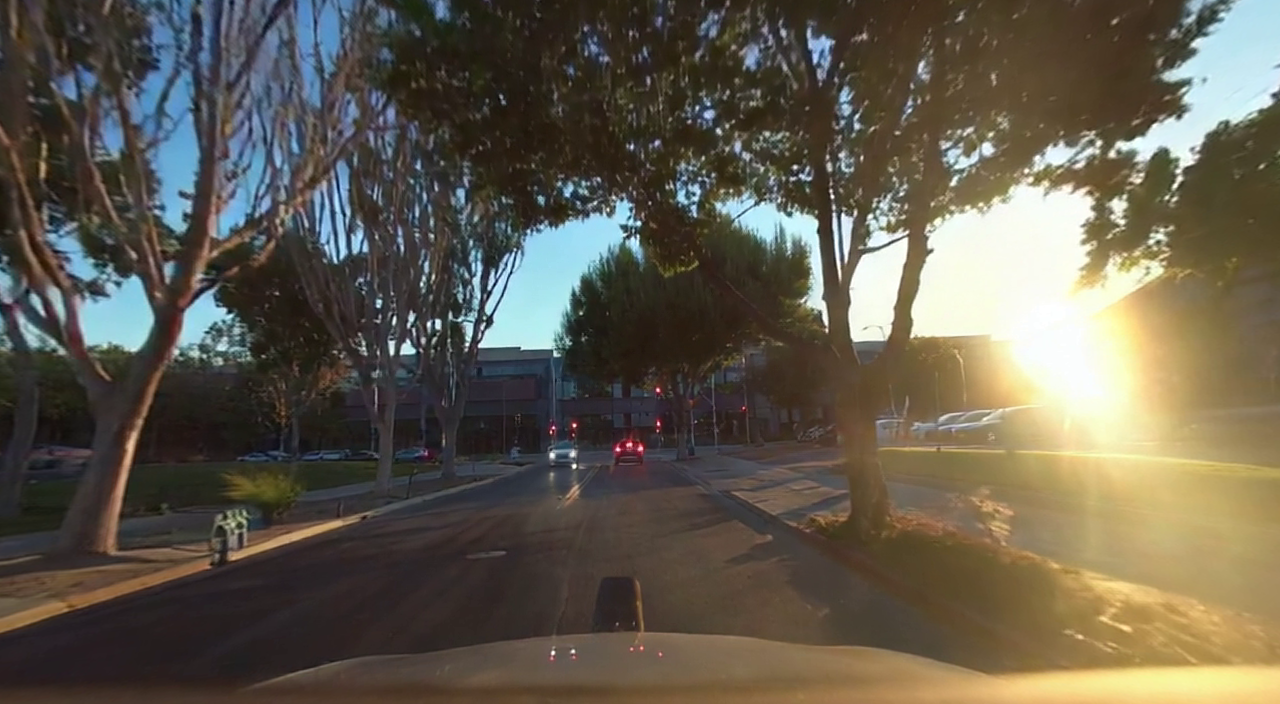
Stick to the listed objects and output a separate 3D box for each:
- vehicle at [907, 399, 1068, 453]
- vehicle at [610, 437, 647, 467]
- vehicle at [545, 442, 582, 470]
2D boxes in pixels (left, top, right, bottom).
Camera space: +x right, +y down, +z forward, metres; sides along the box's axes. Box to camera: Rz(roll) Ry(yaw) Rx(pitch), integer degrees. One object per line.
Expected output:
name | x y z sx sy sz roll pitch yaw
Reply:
vehicle | 11.934 2.590 21.908 4.349 1.462 1.982 -5 -8 6
vehicle | -0.657 6.063 38.301 2.142 1.686 3.816 -1 -8 1
vehicle | -4.489 6.117 37.216 1.973 1.512 3.524 0 -8 -4
